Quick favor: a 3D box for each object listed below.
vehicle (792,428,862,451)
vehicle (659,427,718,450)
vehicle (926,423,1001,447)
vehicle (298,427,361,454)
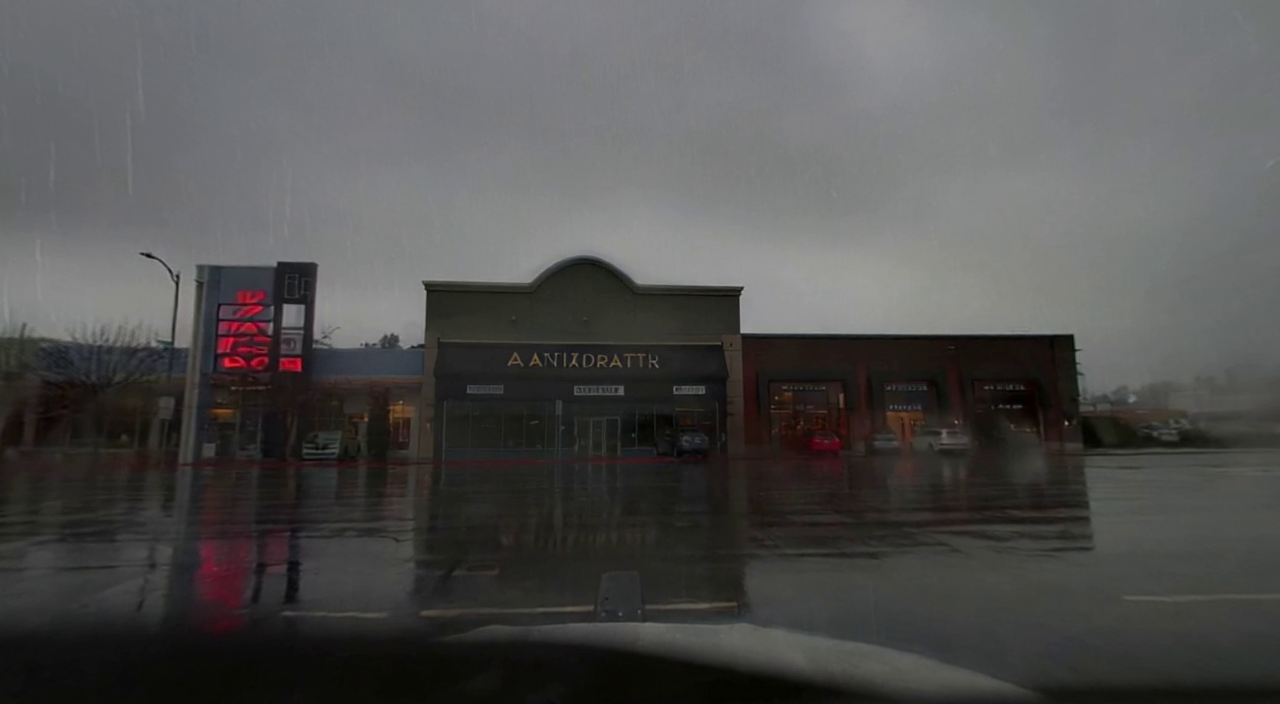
[{"bbox_3d":[12.595,5.947,42.870,1.791,1.453,4.593,5,-10,-29],"label":"vehicle"},{"bbox_3d":[3.206,5.903,42.922,1.812,1.468,4.519,5,-10,-29],"label":"vehicle"},{"bbox_3d":[25.242,6.550,49.407,4.838,1.799,1.914,-7,-11,38],"label":"vehicle"},{"bbox_3d":[-20.385,5.818,41.390,4.596,1.680,1.936,-7,-11,41],"label":"vehicle"}]
